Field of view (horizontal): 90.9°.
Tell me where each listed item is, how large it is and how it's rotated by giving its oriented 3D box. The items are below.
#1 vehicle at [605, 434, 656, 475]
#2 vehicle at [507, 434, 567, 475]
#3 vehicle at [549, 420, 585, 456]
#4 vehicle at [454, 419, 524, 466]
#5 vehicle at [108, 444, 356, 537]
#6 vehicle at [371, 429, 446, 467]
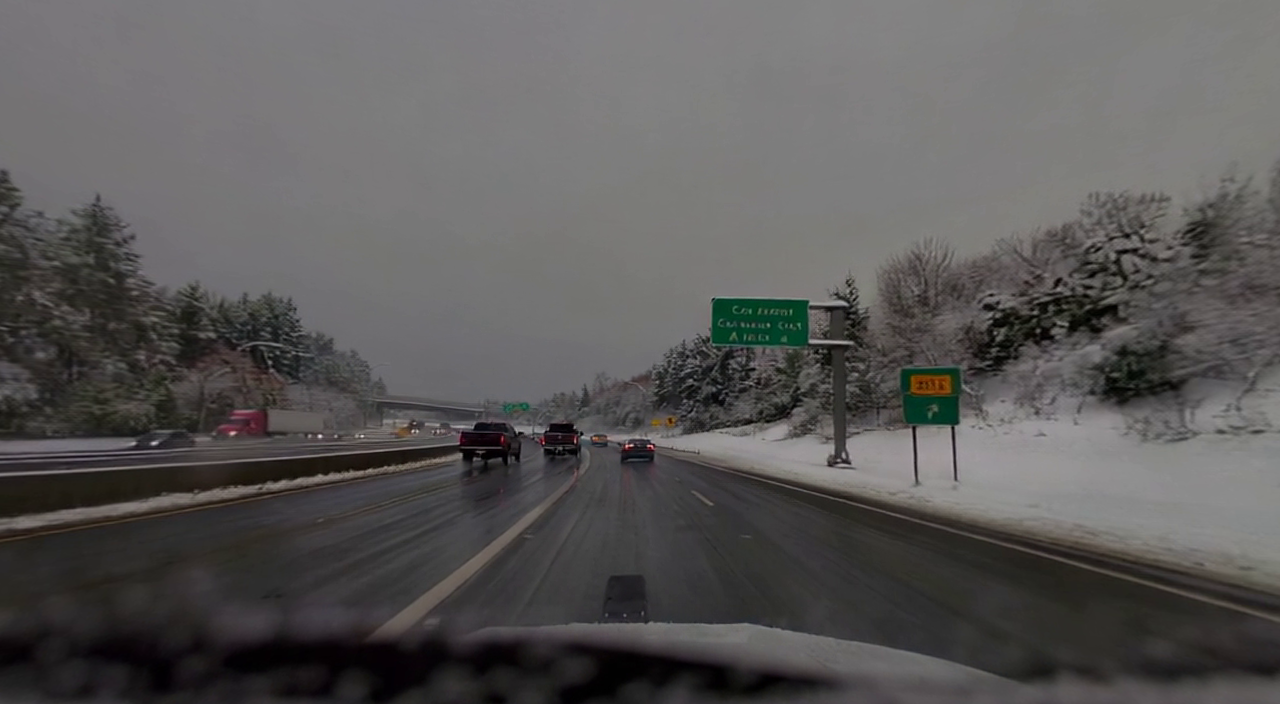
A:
[{"bbox_3d":[-0.472,4.495,27.892,2.092,1.671,3.772,0,-8,-2],"label":"vehicle"},{"bbox_3d":[-4.414,4.476,27.708,2.005,1.631,4.295,0,-8,-1],"label":"vehicle"},{"bbox_3d":[-5.603,6.722,49.219,2.279,2.672,5.256,0,-8,-2],"label":"vehicle"},{"bbox_3d":[-8.440,5.181,36.050,2.773,2.402,6.232,0,-8,-3],"label":"vehicle"},{"bbox_3d":[-7.512,2.536,12.306,1.896,1.465,4.399,0,-8,0],"label":"vehicle"},{"bbox_3d":[-12.056,5.055,33.244,2.079,1.807,5.187,0,-8,-1],"label":"vehicle"}]
